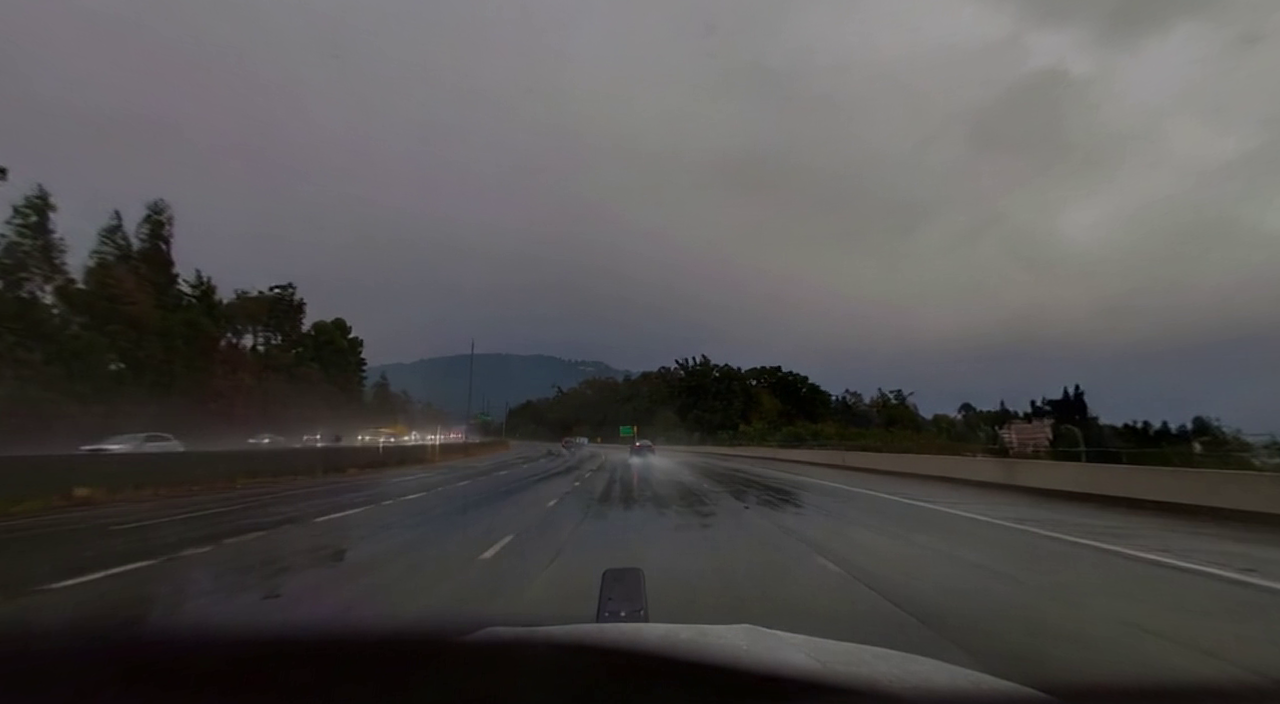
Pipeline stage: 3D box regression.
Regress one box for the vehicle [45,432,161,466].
[{"bbox_3d":[-26.758,4.840,31.677,2.007,1.564,4.506,0,-8,-4],"label":"vehicle"}]
